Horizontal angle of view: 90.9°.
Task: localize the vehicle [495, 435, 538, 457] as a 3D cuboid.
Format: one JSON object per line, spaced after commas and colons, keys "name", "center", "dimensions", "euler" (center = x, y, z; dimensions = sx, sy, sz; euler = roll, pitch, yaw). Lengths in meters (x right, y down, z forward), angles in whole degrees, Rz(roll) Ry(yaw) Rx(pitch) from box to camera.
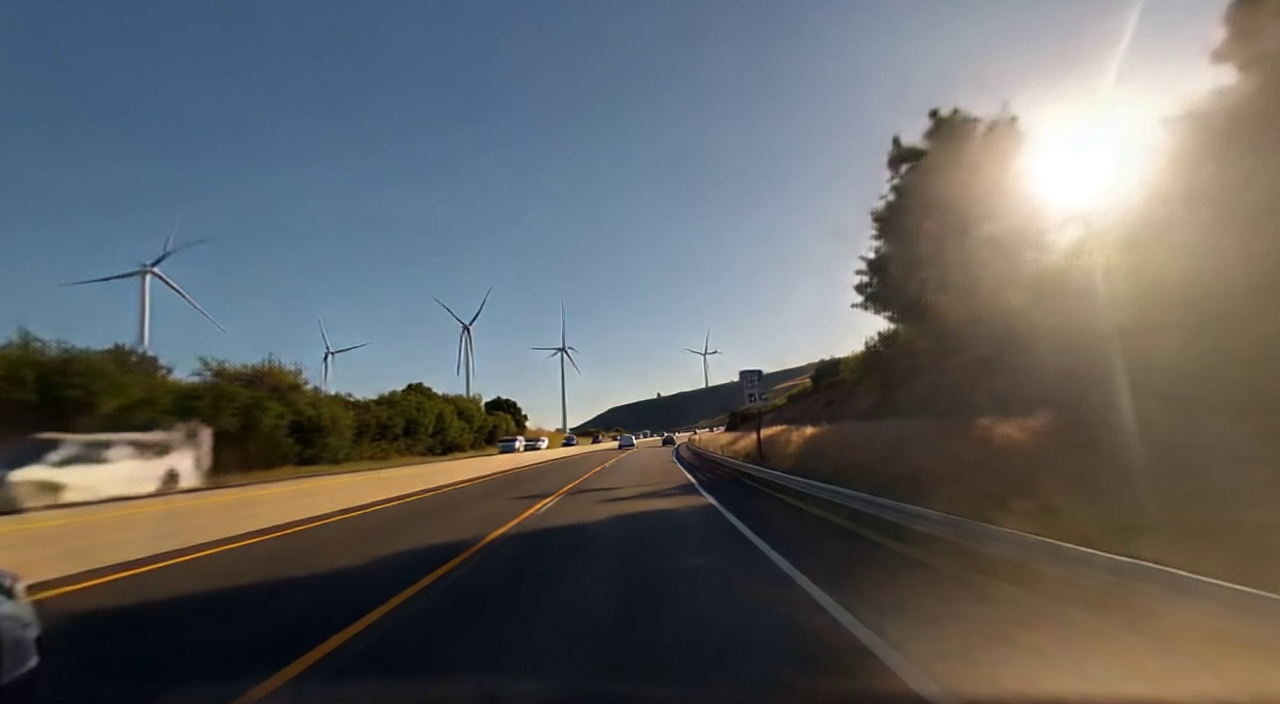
{"name": "vehicle", "center": [-9.013, 6.851, 46.185], "dimensions": [1.917, 1.475, 4.700], "euler": [0, -8, 4]}
